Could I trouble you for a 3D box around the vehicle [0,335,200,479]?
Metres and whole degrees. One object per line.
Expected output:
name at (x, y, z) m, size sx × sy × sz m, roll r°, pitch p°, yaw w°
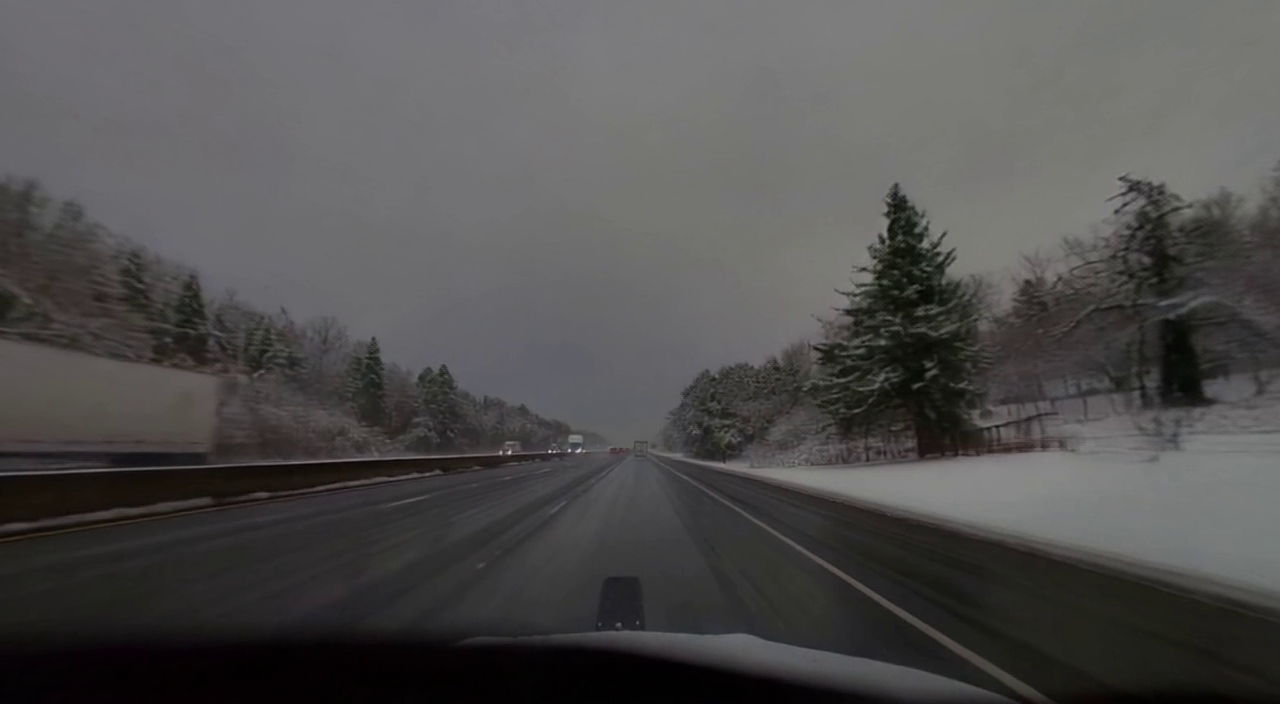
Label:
vehicle at (-18.893, 1.577, 17.637) m, size 2.948 × 3.895 × 14.360 m, roll 0°, pitch -9°, yaw 0°
